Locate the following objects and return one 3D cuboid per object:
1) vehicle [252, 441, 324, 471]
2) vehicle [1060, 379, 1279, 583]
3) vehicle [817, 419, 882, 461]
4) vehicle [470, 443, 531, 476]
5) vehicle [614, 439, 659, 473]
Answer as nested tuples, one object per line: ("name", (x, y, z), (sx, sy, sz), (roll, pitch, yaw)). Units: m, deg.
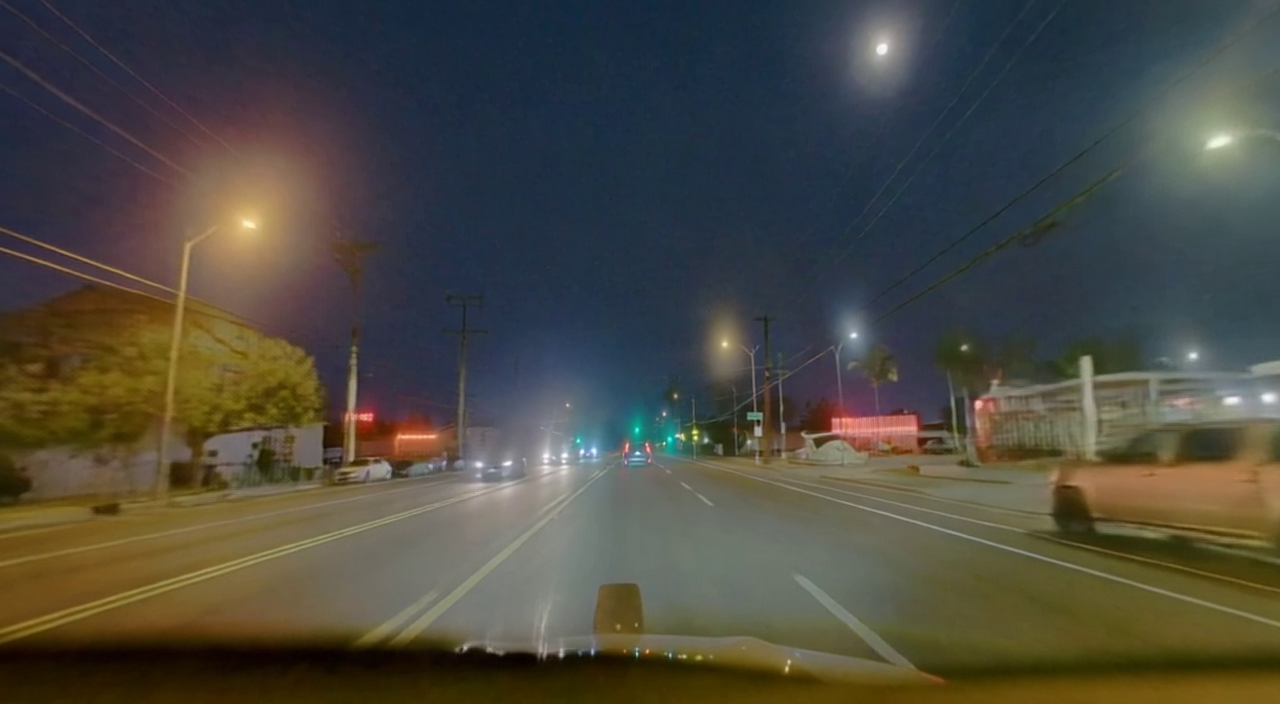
("vehicle", (-20.956, 6.185, 37.851), (1.911, 1.663, 4.115), (0, -8, 0))
("vehicle", (7.689, 1.401, 7.025), (2.257, 2.072, 5.376), (0, -8, -1))
("vehicle", (13.870, 5.912, 42.326), (2.449, 2.564, 5.877), (0, -9, 2))
("vehicle", (-6.653, 5.150, 30.528), (1.930, 1.450, 4.234), (0, -8, 1))
("vehicle", (-0.173, 5.109, 31.407), (2.067, 1.547, 4.513), (0, -8, -1))
